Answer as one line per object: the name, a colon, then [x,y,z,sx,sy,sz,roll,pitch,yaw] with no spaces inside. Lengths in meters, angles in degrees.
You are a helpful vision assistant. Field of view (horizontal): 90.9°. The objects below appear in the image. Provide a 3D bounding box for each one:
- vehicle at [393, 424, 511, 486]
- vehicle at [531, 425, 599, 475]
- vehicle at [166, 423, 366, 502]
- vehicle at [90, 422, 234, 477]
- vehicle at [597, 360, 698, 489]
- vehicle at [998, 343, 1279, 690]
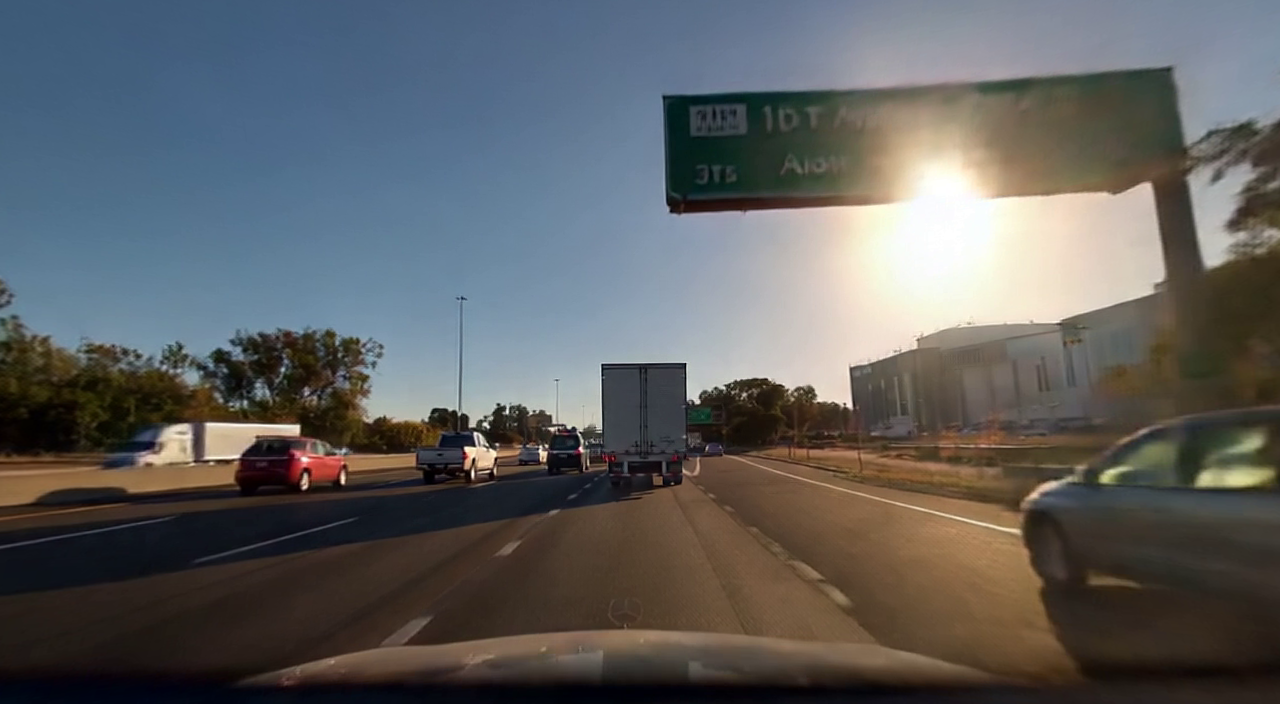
vehicle: [-6.695,3.796,23.443,2.479,1.978,5.952,0,-9,1]
vehicle: [-3.378,4.618,29.786,2.379,2.075,6.169,0,-9,1]
vehicle: [-10.298,3.102,18.178,2.089,1.885,5.888,0,-9,1]
vehicle: [-28.403,5.864,38.053,2.888,3.005,7.363,0,-9,0]
vehicle: [0.173,2.851,23.531,2.941,3.794,9.851,0,-9,-1]
vehicle: [4.418,0.878,3.422,2.137,1.796,4.817,0,-9,1]
